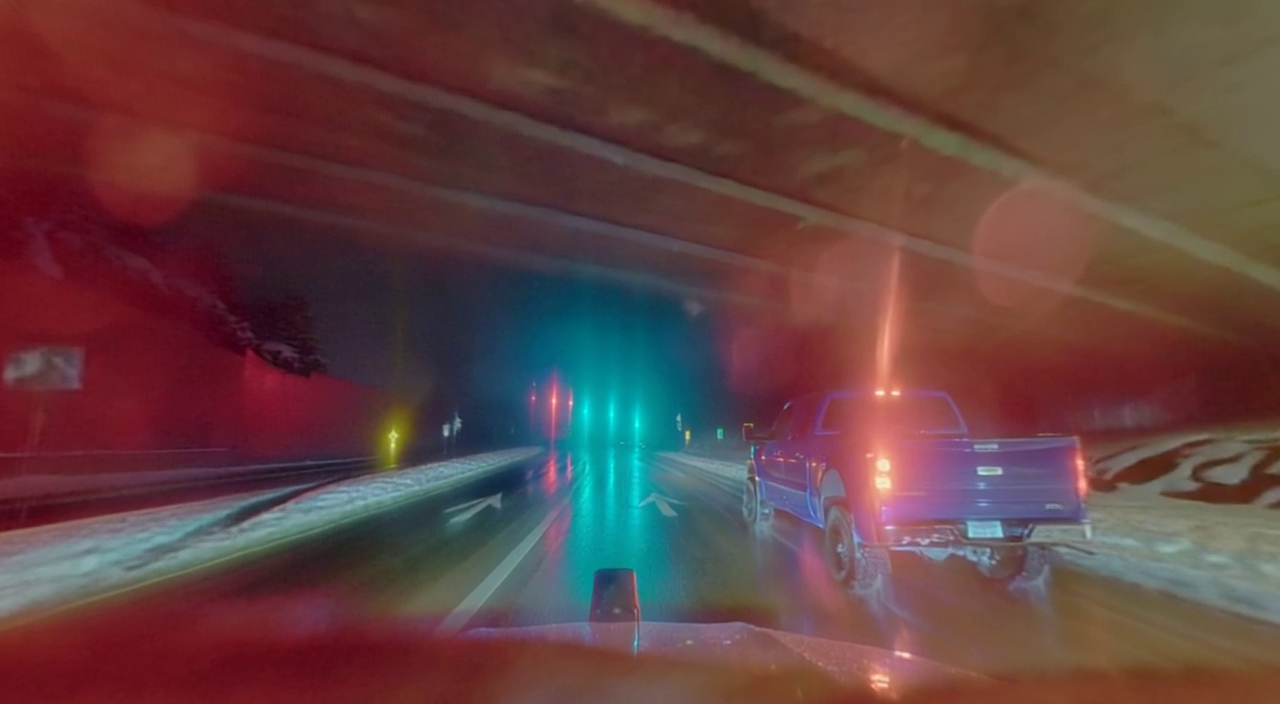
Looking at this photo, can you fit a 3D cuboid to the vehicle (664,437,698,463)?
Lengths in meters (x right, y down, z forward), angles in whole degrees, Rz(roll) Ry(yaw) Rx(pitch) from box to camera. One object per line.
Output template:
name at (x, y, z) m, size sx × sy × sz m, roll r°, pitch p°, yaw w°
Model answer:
vehicle at (2.515, 5.974, 38.490) m, size 1.947 × 1.475 × 3.962 m, roll -1°, pitch -8°, yaw 5°
